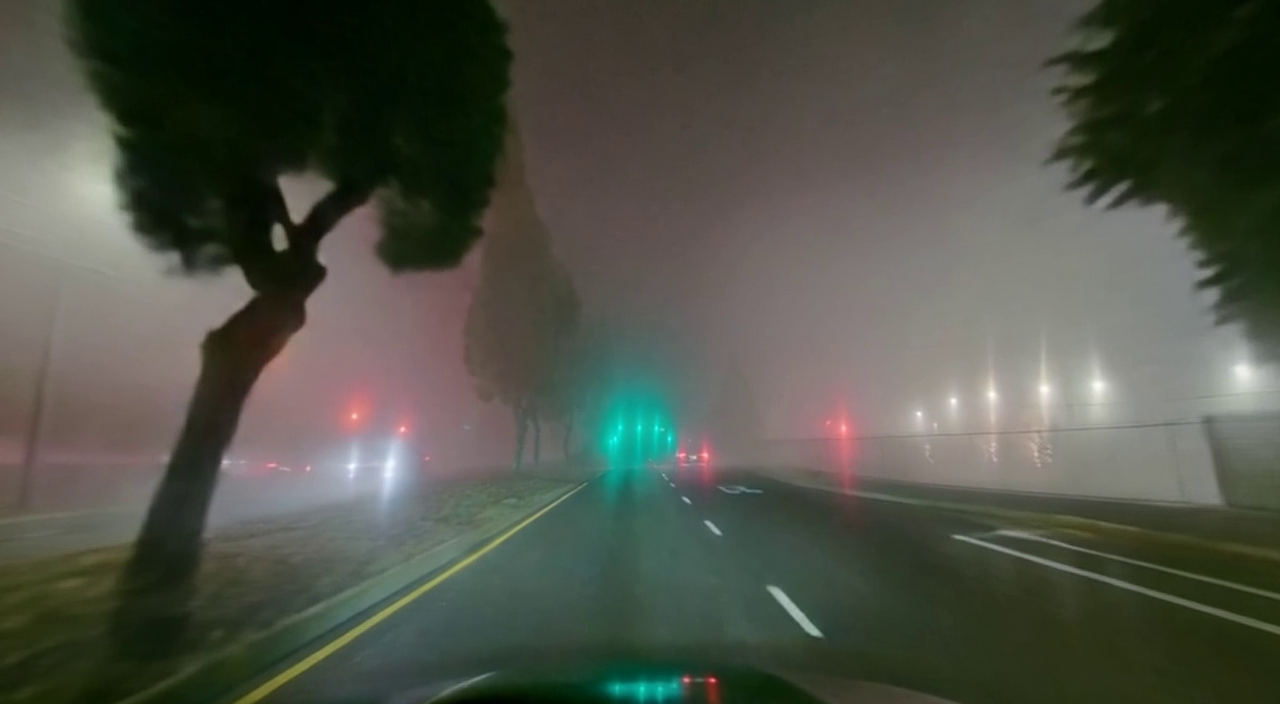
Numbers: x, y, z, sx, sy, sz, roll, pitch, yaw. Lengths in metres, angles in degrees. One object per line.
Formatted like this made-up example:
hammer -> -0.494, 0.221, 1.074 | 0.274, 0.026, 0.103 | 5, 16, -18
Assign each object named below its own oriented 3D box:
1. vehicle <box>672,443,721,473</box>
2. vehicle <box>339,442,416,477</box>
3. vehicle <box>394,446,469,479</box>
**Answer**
vehicle -> 2.885, 5.525, 33.043 | 2.105, 1.490, 4.008 | 0, -9, -2
vehicle -> -13.399, 5.517, 32.487 | 2.036, 1.645, 4.468 | 0, -9, 0
vehicle -> -9.447, 5.027, 28.922 | 1.833, 1.420, 4.327 | 0, -9, 2
